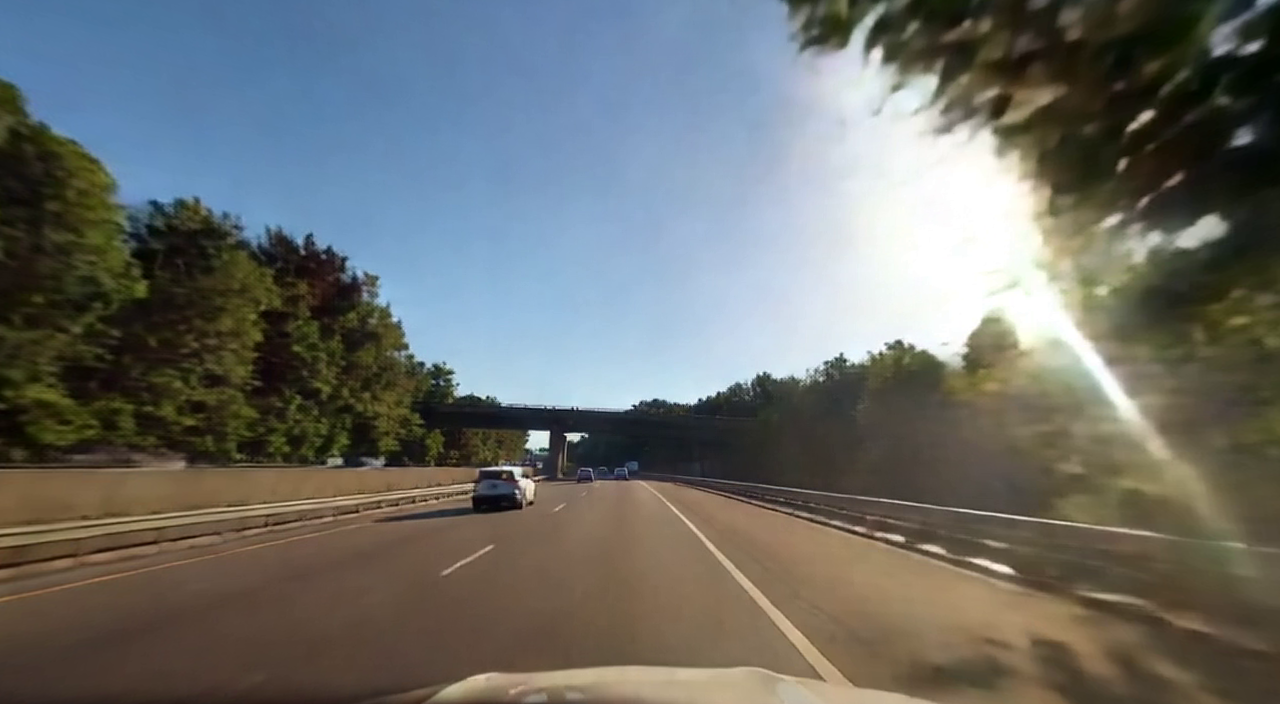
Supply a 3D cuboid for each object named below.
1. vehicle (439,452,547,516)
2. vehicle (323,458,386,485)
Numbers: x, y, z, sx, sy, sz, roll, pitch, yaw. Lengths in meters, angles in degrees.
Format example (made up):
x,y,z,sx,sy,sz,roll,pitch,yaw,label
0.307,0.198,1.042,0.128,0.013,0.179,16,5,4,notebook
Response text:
x,y,z,sx,sy,sz,roll,pitch,yaw,label
-4.539,4.227,20.454,2.286,1.757,5.057,1,-11,0,vehicle
-17.051,7.191,37.854,1.758,1.473,4.258,1,-11,-1,vehicle
